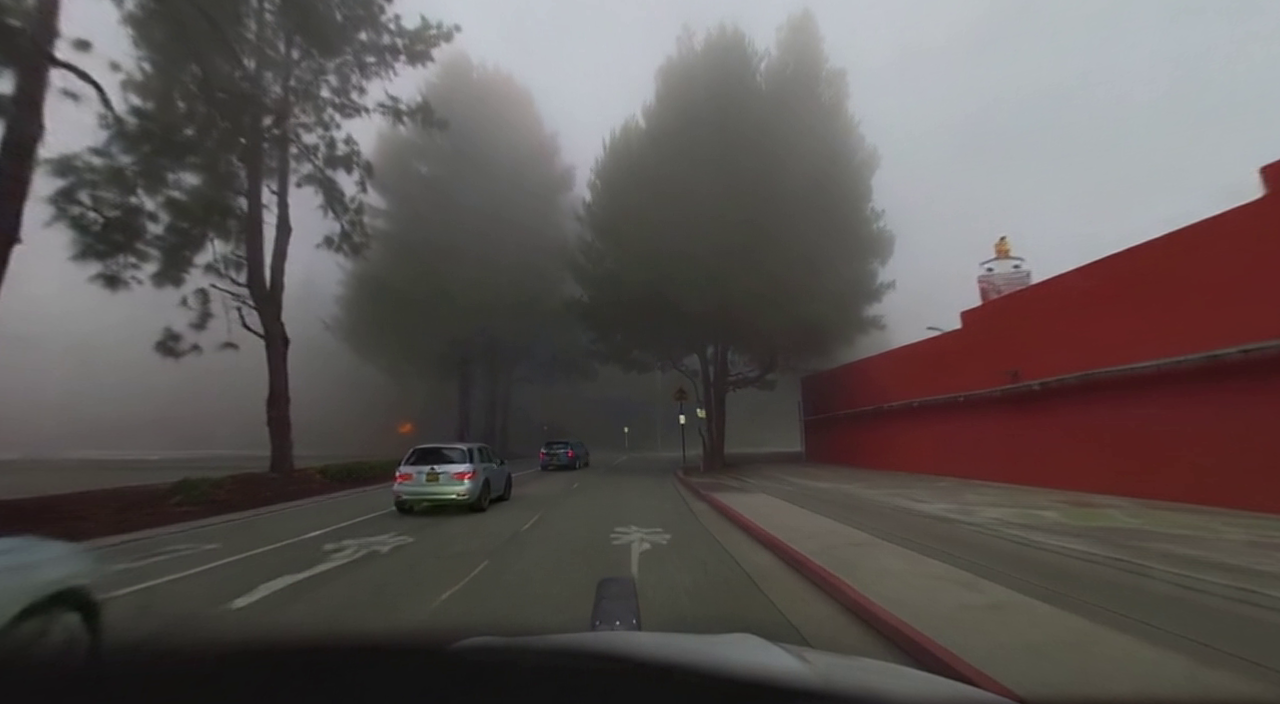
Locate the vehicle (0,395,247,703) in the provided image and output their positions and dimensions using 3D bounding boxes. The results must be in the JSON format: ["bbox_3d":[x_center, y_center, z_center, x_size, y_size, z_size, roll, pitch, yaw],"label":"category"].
[{"bbox_3d":[-3.357,0.861,1.822,1.768,1.539,4.147,0,-7,-1],"label":"vehicle"}]

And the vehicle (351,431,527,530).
[{"bbox_3d":[-3.457,2.245,11.797,1.853,1.478,4.381,0,-7,0],"label":"vehicle"}]

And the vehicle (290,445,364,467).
[{"bbox_3d":[-23.056,7.625,46.326,4.552,1.489,1.948,-1,-8,9],"label":"vehicle"}]

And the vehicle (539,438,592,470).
[{"bbox_3d":[-3.600,4.992,31.162,1.962,1.424,4.289,0,-7,1],"label":"vehicle"}]
